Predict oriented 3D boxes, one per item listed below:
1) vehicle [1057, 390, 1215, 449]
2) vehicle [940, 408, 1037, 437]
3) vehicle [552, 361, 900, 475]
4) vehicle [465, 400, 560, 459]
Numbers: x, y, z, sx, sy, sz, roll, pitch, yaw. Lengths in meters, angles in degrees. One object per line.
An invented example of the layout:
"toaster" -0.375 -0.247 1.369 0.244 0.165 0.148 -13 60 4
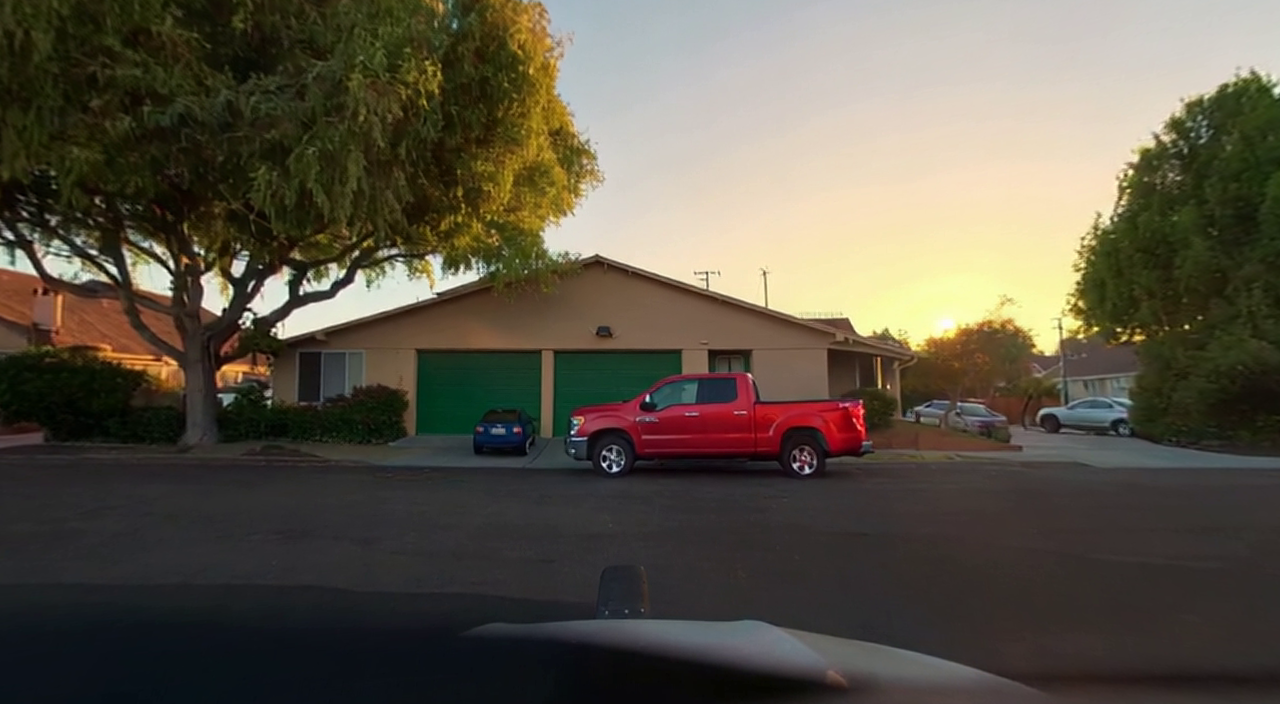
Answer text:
"vehicle" 16.704 2.338 21.413 3.770 1.496 1.951 6 -9 4
"vehicle" 17.668 3.598 32.105 3.897 1.416 1.703 -1 -8 4
"vehicle" 1.413 1.232 11.403 5.600 1.835 2.161 -1 -8 3
"vehicle" -3.919 2.368 20.027 1.869 1.460 3.826 -3 -2 5
